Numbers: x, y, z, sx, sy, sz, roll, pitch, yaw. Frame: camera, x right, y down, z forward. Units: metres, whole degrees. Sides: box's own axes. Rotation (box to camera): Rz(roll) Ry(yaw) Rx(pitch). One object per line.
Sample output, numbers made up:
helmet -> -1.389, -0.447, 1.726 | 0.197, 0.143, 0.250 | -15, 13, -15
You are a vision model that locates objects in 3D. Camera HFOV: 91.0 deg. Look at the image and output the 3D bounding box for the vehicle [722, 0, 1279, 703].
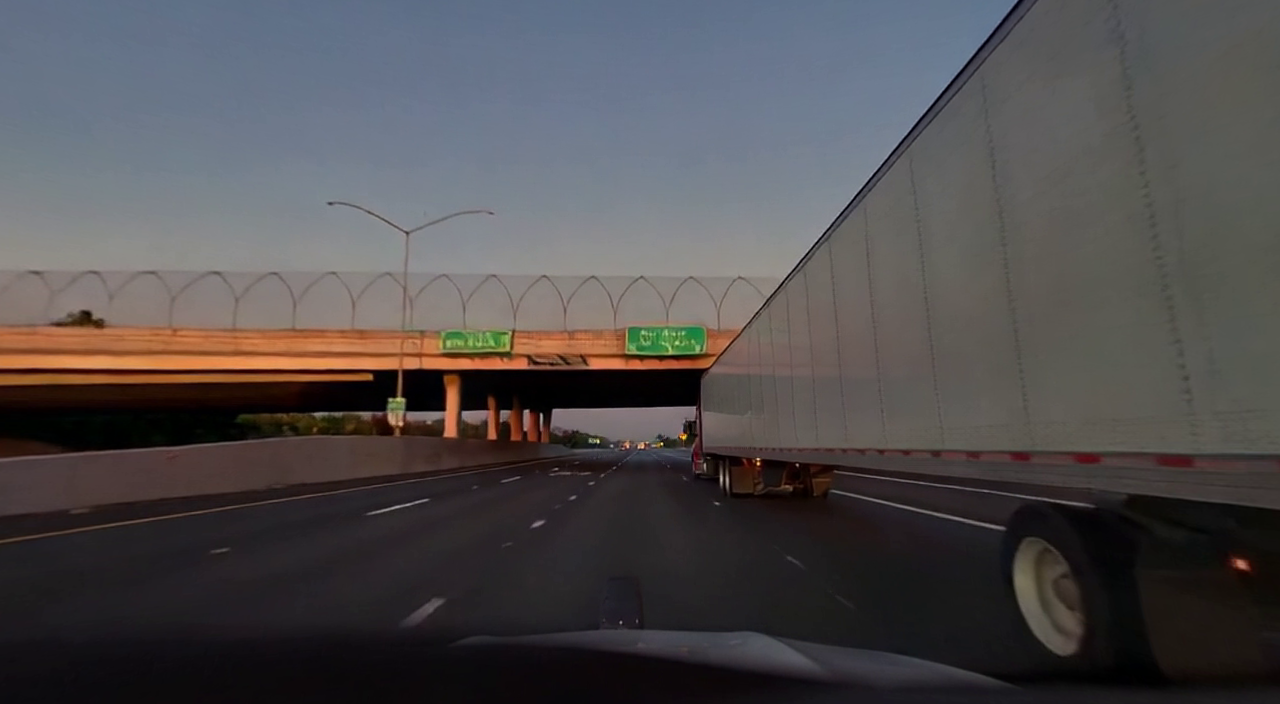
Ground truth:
vehicle -> 3.820, 0.687, 9.796 | 2.949, 4.149, 16.046 | 0, -9, 0
